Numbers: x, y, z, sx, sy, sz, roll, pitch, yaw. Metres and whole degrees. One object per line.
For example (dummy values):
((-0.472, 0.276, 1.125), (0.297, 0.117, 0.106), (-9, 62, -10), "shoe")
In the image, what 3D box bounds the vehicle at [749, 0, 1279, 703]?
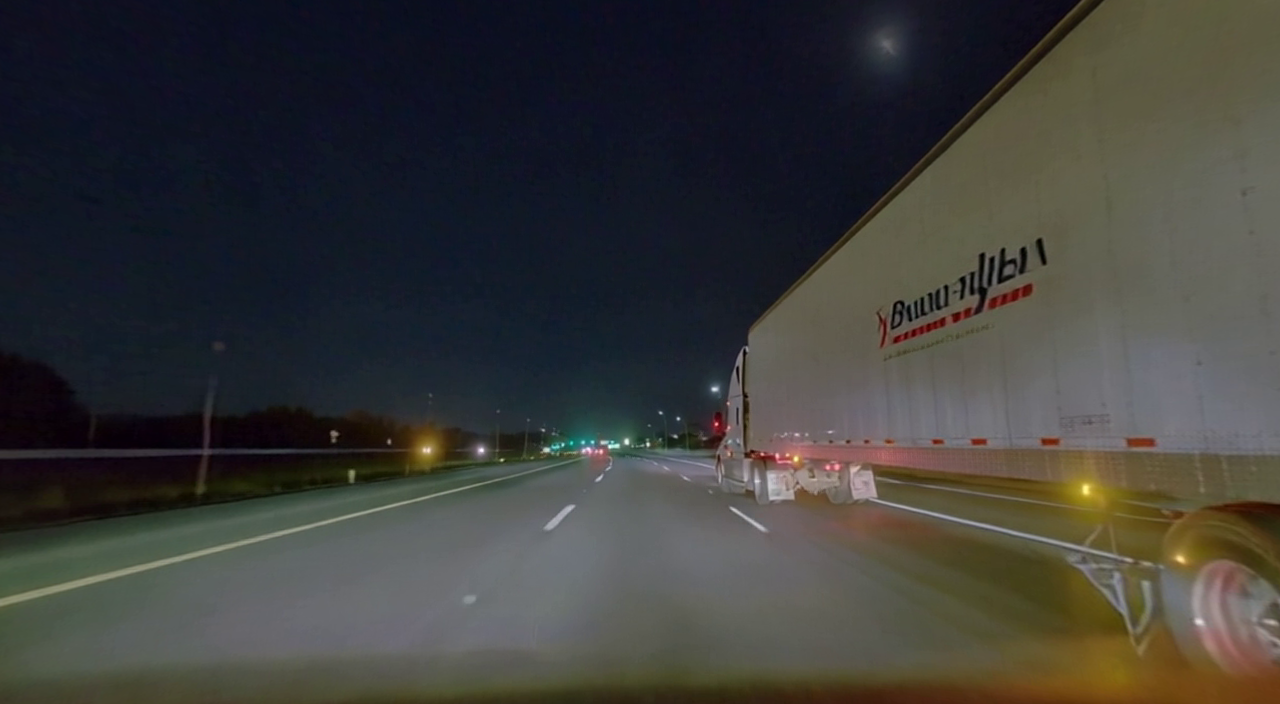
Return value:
((3.941, 0.435, 8.086), (2.962, 4.132, 12.720), (0, -8, 1), "vehicle")
